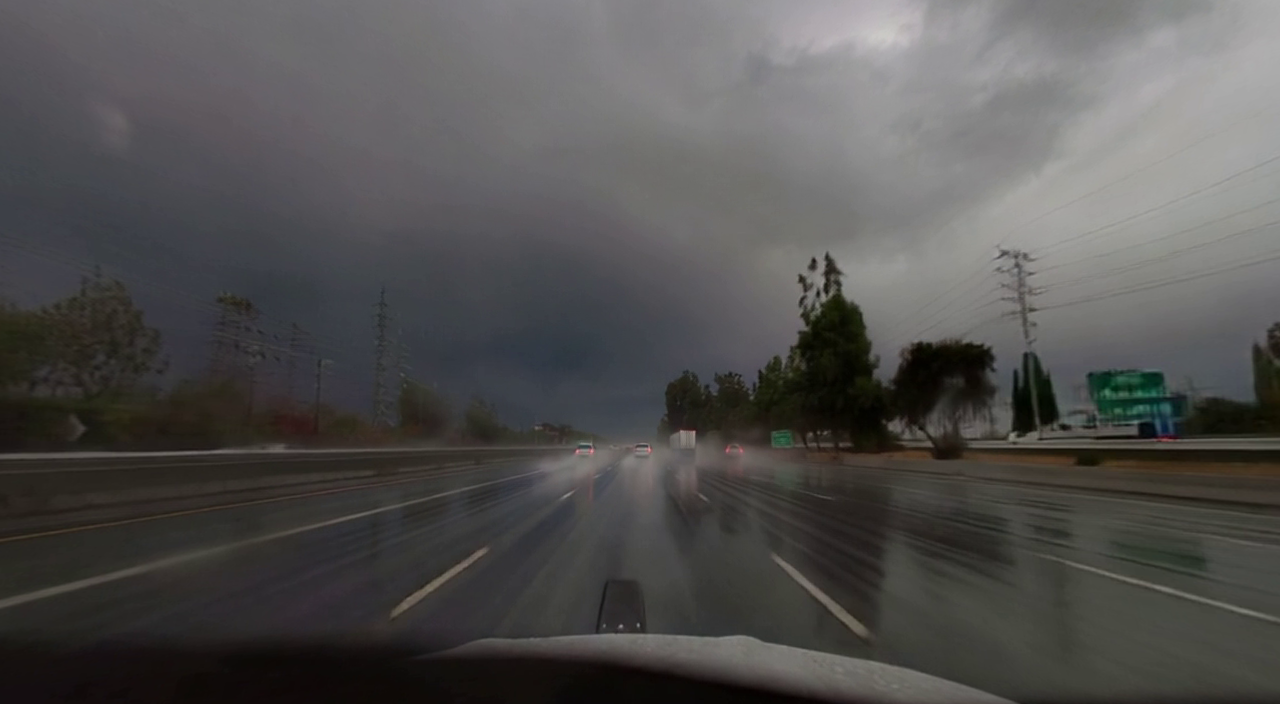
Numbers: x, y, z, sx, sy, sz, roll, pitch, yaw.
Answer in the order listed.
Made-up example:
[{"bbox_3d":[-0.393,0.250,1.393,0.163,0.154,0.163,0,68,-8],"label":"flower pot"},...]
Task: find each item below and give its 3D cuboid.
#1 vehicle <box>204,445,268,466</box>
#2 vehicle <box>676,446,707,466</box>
[{"bbox_3d":[-31.852,8.174,49.759,1.911,1.528,4.634,0,-9,1],"label":"vehicle"},{"bbox_3d":[3.944,8.053,48.941,2.076,1.506,4.050,0,-9,1],"label":"vehicle"}]
